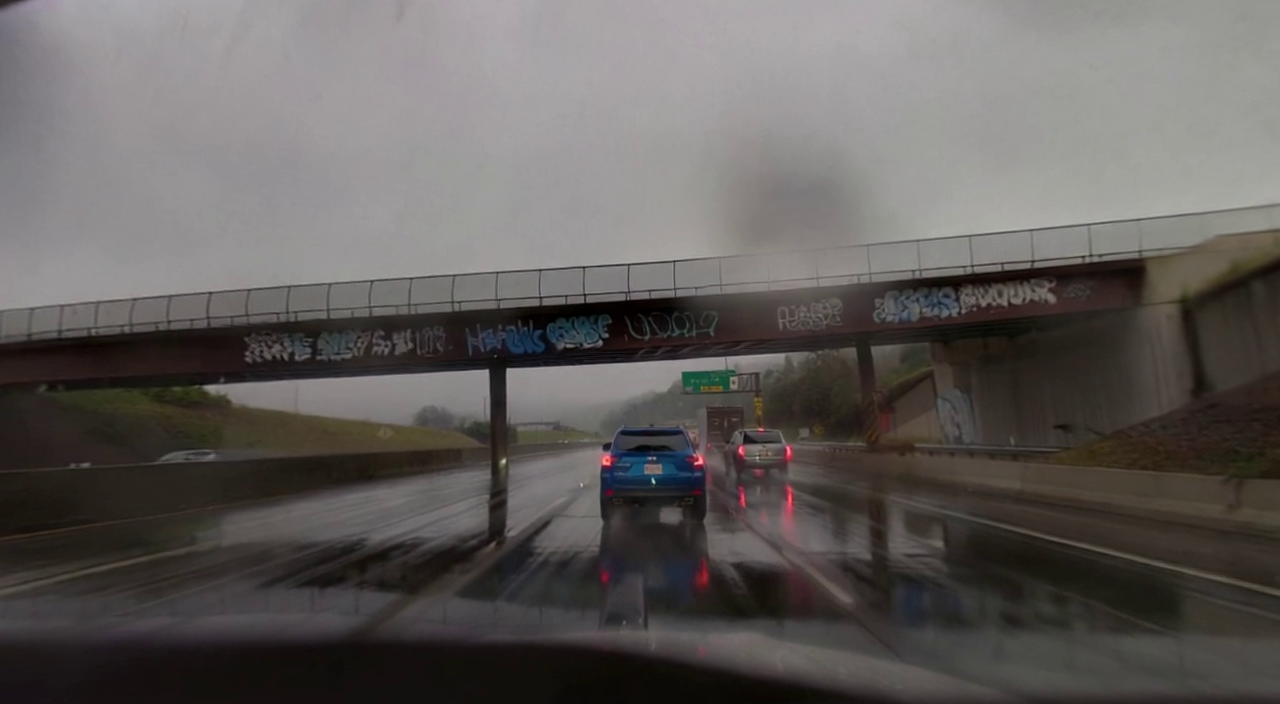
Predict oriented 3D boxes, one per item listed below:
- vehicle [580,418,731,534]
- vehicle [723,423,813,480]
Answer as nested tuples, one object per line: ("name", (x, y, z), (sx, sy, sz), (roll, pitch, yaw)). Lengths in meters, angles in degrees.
("vehicle", (0.260, 2.092, 11.185), (2.193, 1.651, 3.946), (0, -8, 1))
("vehicle", (4.761, 3.824, 24.495), (2.311, 1.922, 5.977), (0, -8, 1))
